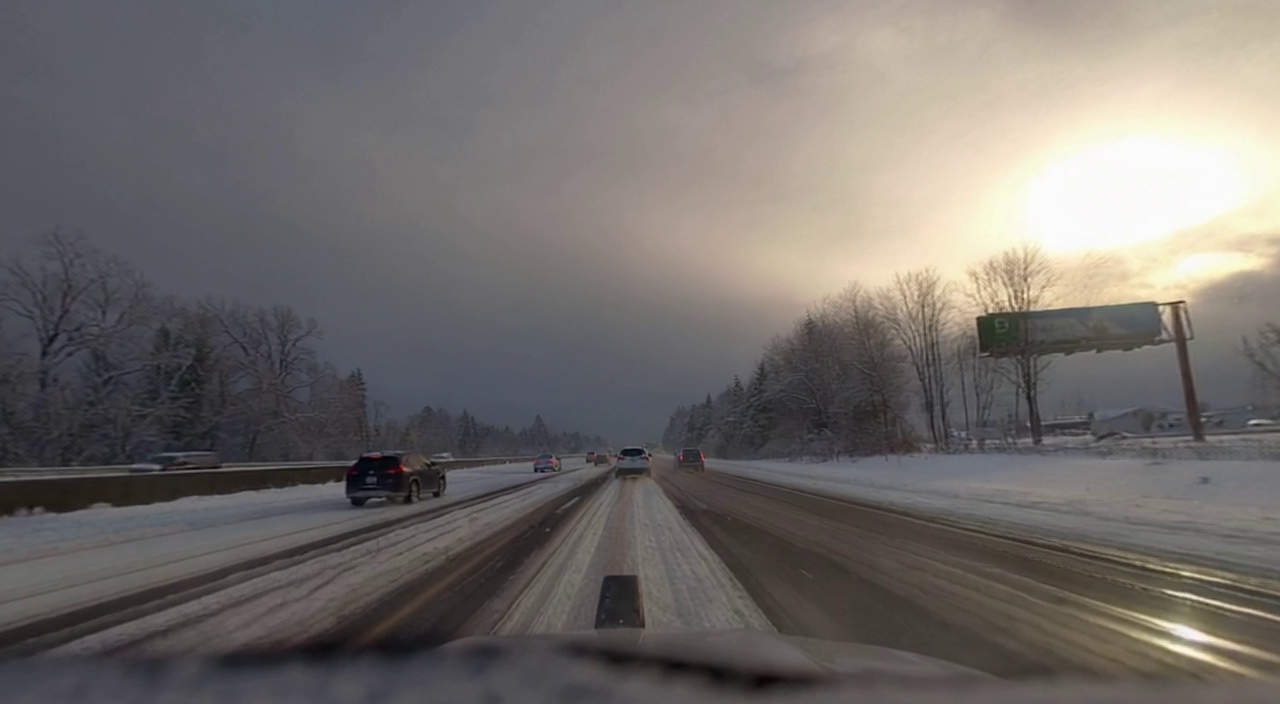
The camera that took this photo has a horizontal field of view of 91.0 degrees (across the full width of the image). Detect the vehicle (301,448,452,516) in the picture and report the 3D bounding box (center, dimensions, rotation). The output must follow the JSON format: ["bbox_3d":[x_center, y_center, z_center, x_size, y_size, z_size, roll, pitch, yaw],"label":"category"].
[{"bbox_3d":[-6.655,3.300,16.592,1.918,1.509,4.736,0,-9,0],"label":"vehicle"}]

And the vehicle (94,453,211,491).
[{"bbox_3d":[-22.567,5.552,29.417,2.001,1.575,4.266,0,-9,0],"label":"vehicle"}]

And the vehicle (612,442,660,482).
[{"bbox_3d":[-0.198,5.242,30.403,2.127,1.749,4.776,0,-9,0],"label":"vehicle"}]

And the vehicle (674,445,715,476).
[{"bbox_3d":[3.210,6.464,37.769,1.925,1.716,4.378,0,-9,-2],"label":"vehicle"}]

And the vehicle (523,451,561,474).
[{"bbox_3d":[-6.750,7.635,43.795,1.892,1.468,4.792,0,-9,0],"label":"vehicle"}]
